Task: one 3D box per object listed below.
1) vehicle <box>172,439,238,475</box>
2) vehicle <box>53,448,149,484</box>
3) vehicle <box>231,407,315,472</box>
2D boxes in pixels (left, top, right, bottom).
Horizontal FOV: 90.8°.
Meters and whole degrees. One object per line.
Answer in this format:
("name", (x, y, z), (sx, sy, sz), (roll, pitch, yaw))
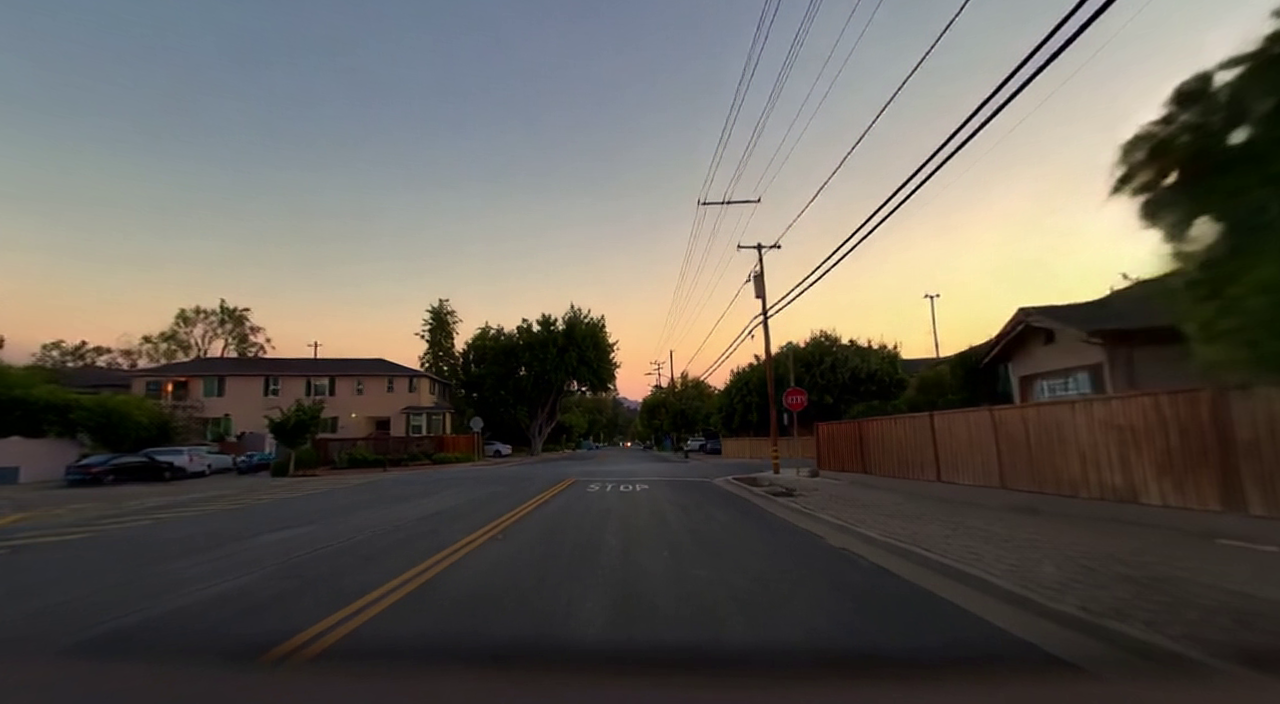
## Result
("vehicle", (-23.776, 5.745, 34.685), (2.083, 1.802, 4.455), (4, -9, -24))
("vehicle", (-24.134, 5.069, 28.493), (1.955, 1.448, 4.542), (4, -9, -23))
("vehicle", (-20.262, 5.131, 35.425), (2.842, 3.181, 8.576), (5, -12, -23))
